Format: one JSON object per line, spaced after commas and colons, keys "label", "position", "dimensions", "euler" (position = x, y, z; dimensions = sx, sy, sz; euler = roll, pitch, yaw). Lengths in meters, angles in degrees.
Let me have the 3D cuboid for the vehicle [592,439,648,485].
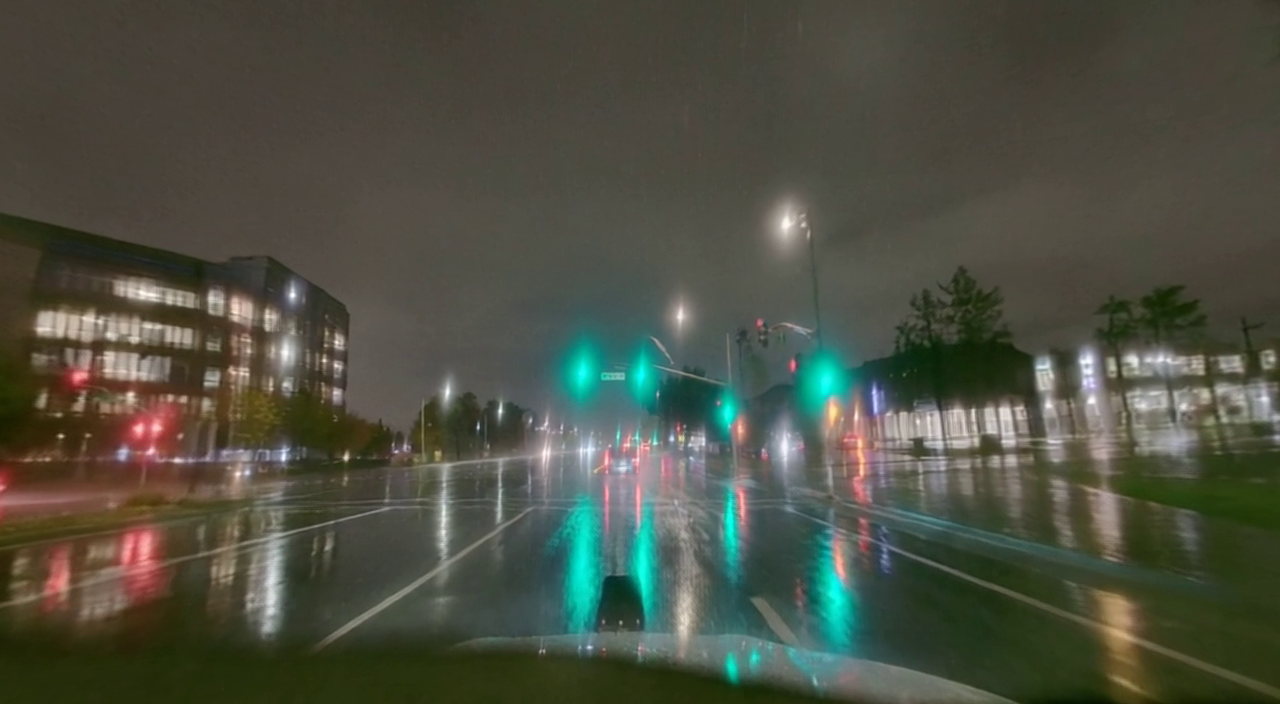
{"label": "vehicle", "position": [-0.813, 4.440, 25.869], "dimensions": [2.130, 1.711, 4.038], "euler": [0, -9, -2]}
